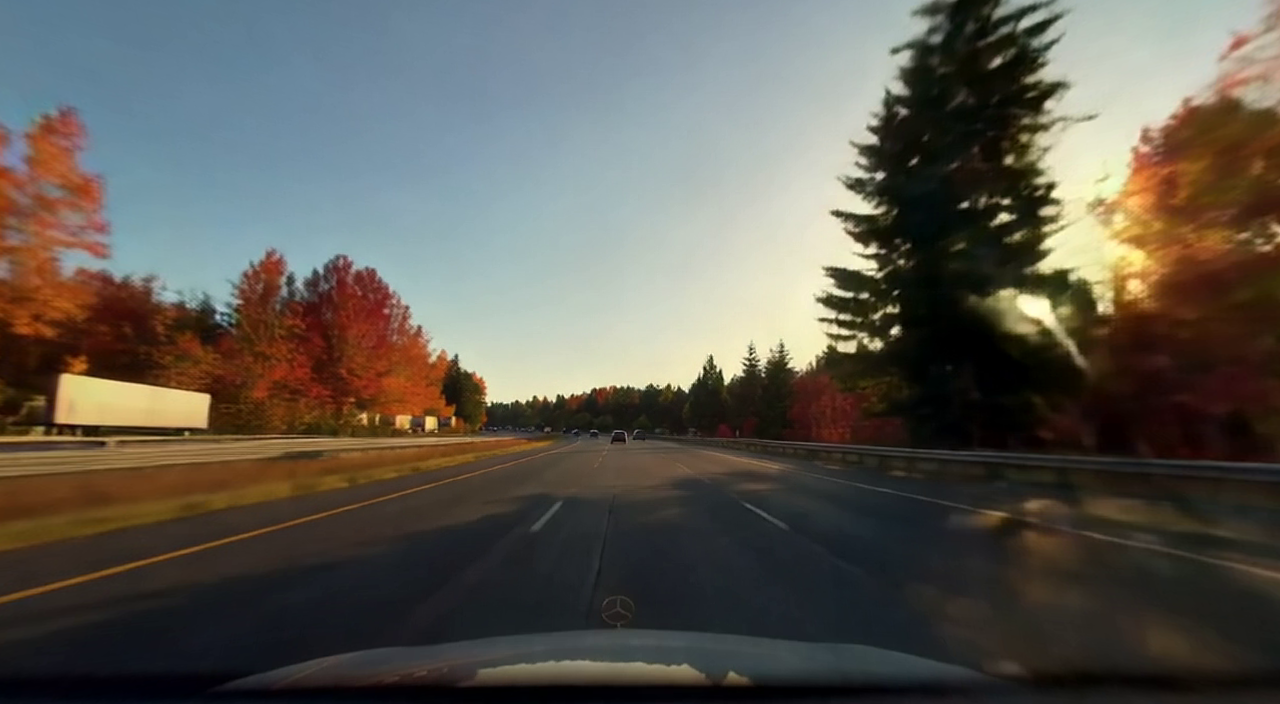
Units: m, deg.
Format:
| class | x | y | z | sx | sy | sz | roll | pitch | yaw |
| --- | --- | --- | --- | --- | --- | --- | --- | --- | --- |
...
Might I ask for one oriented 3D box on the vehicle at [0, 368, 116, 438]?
| class | x | y | z | sx | sy | sz | roll | pitch | yaw |
| --- | --- | --- | --- | --- | --- | --- | --- | --- | --- |
| vehicle | -39.154 | 3.460 | 41.136 | 3.263 | 4.186 | 6.909 | 0 | -7 | 3 |
